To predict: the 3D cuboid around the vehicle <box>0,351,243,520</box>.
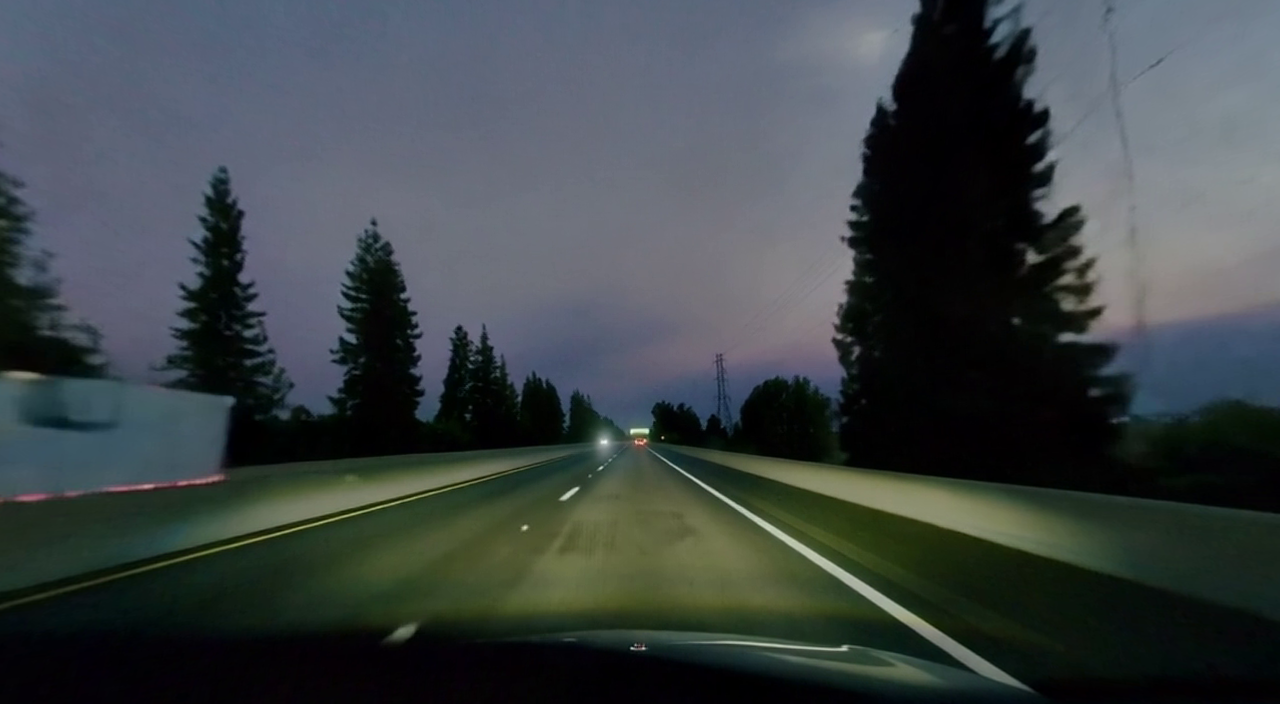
[{"bbox_3d":[-14.756,2.231,16.543,2.906,3.478,8.700,0,-8,0],"label":"vehicle"}]
